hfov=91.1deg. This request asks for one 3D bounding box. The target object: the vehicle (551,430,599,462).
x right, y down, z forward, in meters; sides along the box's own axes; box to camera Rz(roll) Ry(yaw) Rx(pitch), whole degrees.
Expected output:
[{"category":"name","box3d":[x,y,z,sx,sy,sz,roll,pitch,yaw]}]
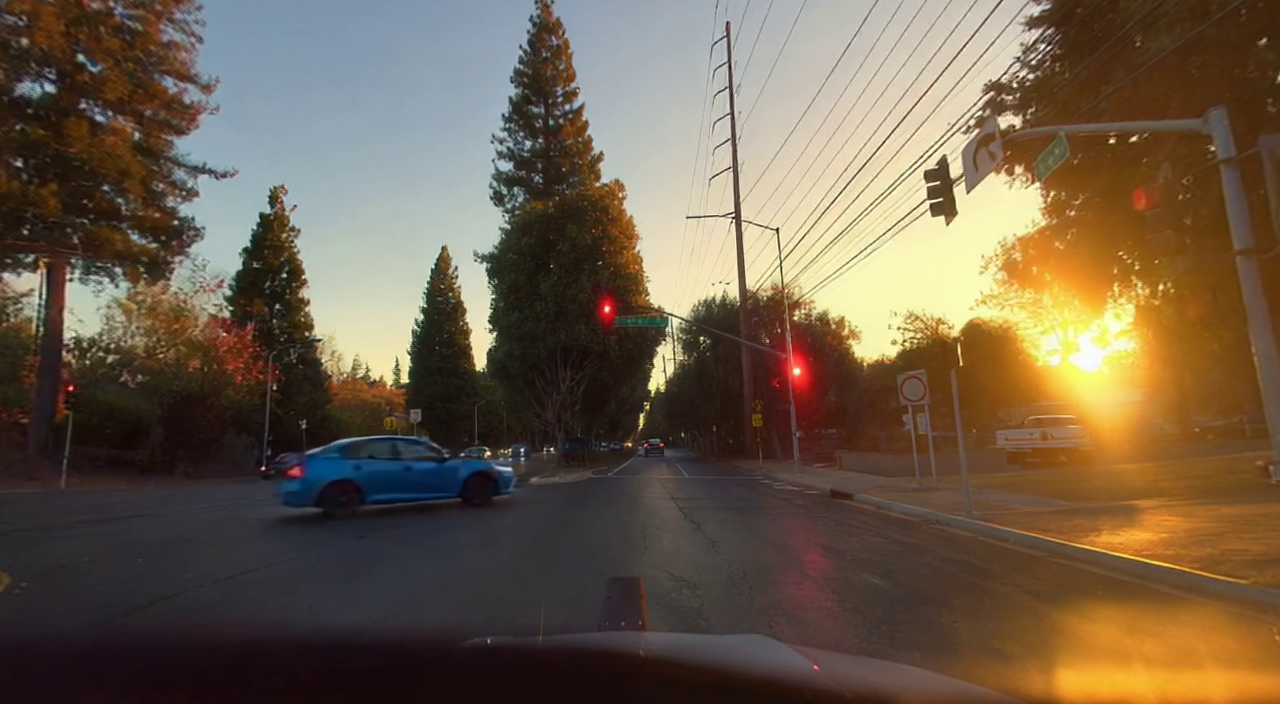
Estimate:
[{"category":"vehicle","box3d":[-4.199,6.183,41.393,2.175,1.957,4.686,-1,-9,6]}]

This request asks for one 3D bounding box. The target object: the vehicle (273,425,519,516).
[{"category":"vehicle","box3d":[-5.243,2.543,13.995,4.607,1.666,2.051,8,-12,-43]}]
